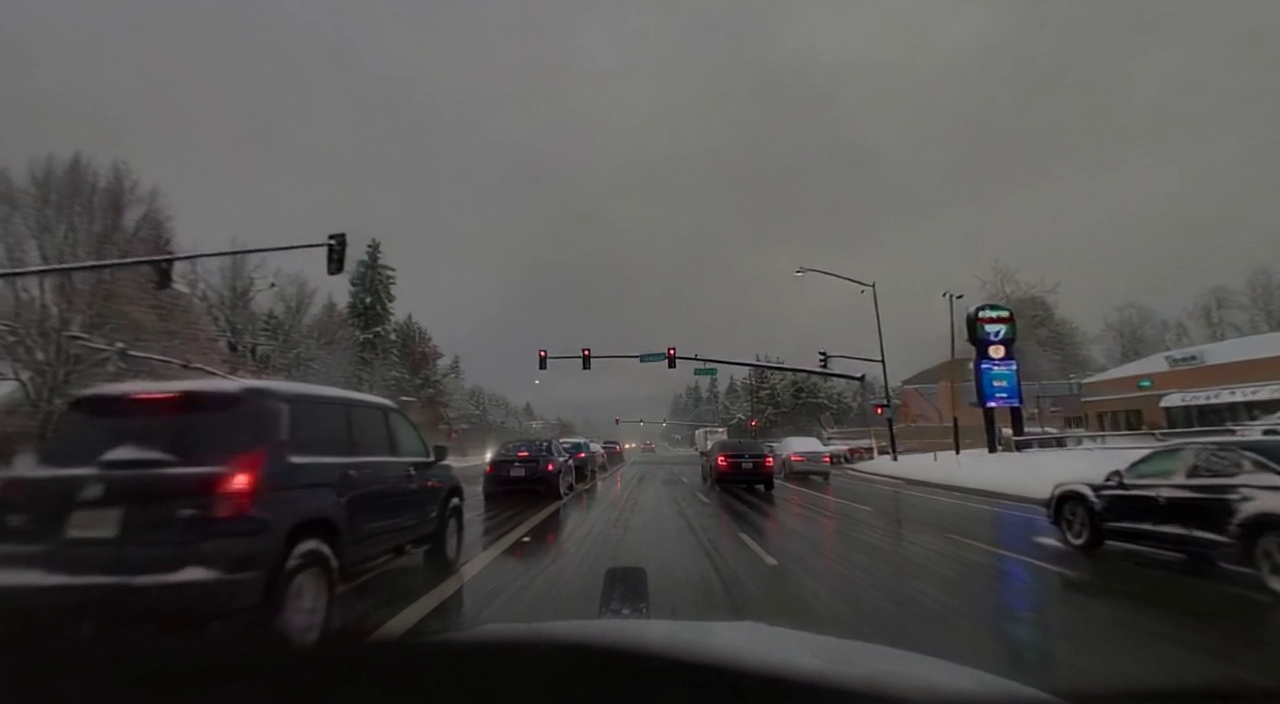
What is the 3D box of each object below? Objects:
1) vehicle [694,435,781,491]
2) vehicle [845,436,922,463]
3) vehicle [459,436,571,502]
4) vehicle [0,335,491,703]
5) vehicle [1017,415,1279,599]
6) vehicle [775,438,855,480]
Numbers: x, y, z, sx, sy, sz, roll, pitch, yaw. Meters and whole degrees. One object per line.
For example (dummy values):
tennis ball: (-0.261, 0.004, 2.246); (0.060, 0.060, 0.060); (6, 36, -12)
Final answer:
vehicle: (2.890, 3.399, 19.624); (2.004, 1.512, 4.206); (0, -9, 0)
vehicle: (15.595, 6.227, 40.292); (4.337, 1.614, 2.043); (4, -9, -24)
vehicle: (-3.023, 2.938, 16.274); (1.952, 1.457, 4.372); (0, -9, 1)
vehicle: (-2.822, 1.142, 5.177); (2.117, 1.799, 4.442); (0, -9, 0)
vehicle: (6.347, 1.498, 6.610); (1.881, 1.540, 4.750); (0, -9, 1)
vehicle: (7.090, 4.385, 26.124); (2.070, 1.547, 4.941); (-1, -9, 3)
